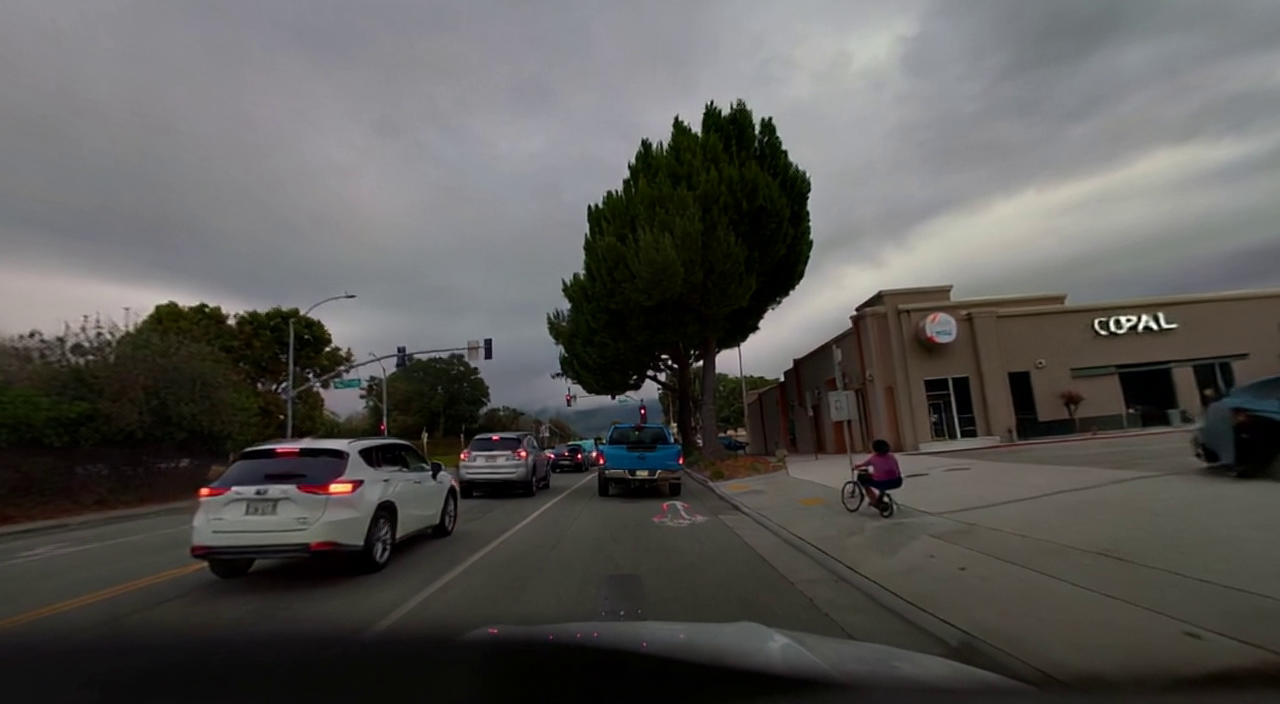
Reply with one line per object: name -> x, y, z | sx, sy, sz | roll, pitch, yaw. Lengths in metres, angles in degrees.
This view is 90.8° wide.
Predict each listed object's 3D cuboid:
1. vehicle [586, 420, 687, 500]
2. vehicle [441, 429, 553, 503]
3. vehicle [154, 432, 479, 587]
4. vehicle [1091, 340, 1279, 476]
vehicle -> -0.123, 2.979, 17.733 | 2.426, 1.882, 5.027 | 0, -9, -1
vehicle -> -3.753, 3.085, 17.482 | 2.046, 1.750, 4.452 | 0, -9, 0
vehicle -> -3.685, 1.855, 8.284 | 2.064, 1.486, 4.140 | 0, -9, 0
vehicle -> 8.441, 0.758, 7.886 | 4.159, 1.416, 2.049 | 1, -9, -7
